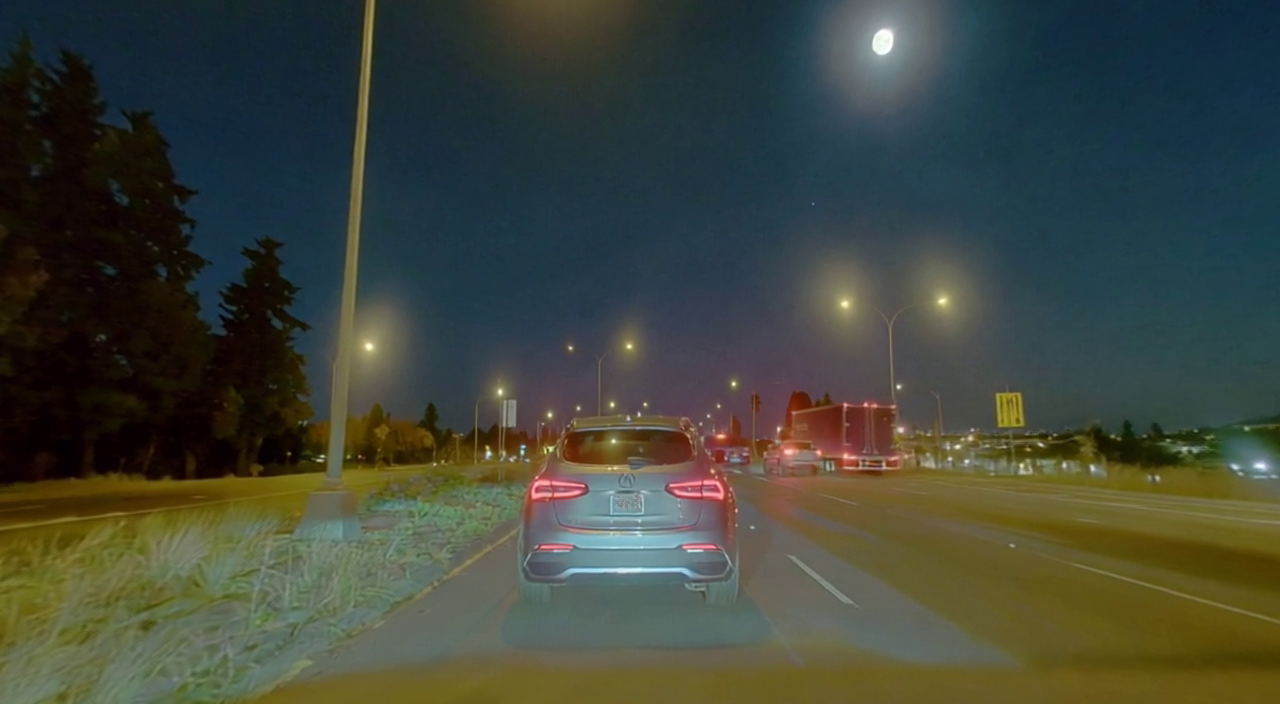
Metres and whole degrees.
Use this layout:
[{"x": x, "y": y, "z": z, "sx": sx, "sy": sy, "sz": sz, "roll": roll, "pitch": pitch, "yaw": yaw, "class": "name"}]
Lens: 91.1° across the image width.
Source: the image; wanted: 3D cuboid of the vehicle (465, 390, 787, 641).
[{"x": -0.111, "y": 1.409, "z": 6.365, "sx": 2.172, "sy": 1.694, "sz": 4.055, "roll": 0, "pitch": -8, "yaw": -1, "class": "vehicle"}]

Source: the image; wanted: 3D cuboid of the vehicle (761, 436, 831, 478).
[{"x": 7.275, "y": 4.946, "z": 29.818, "sx": 2.024, "sy": 1.810, "sz": 4.807, "roll": 0, "pitch": -8, "yaw": -1, "class": "vehicle"}]

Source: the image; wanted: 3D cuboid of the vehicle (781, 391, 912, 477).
[{"x": 10.876, "y": 4.646, "z": 34.888, "sx": 3.025, "sy": 3.993, "sz": 11.243, "roll": 0, "pitch": -9, "yaw": -2, "class": "vehicle"}]
